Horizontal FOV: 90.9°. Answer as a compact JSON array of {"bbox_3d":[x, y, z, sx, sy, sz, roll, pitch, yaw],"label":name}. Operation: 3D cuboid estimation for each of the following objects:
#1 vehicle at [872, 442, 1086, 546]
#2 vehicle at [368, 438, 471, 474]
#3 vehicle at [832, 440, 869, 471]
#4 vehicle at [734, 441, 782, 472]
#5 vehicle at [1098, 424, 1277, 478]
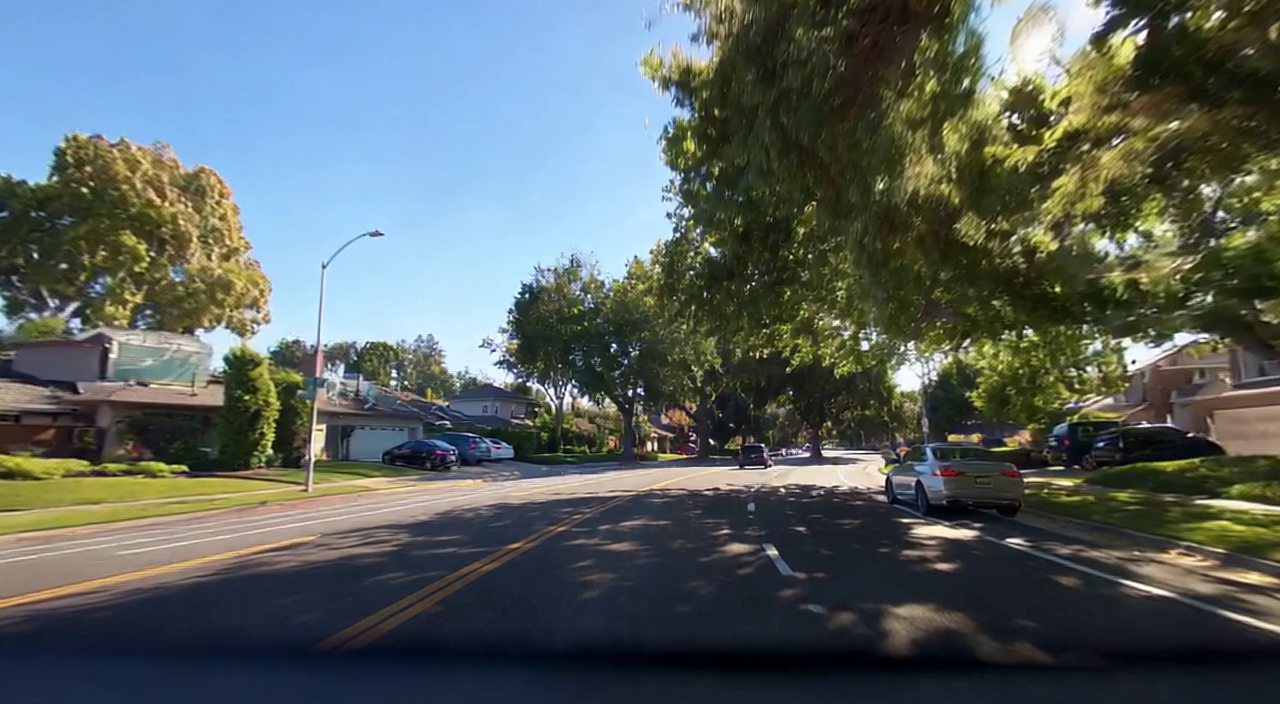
[{"bbox_3d":[5.808,2.419,11.524,1.934,1.506,4.282,-1,-9,7],"label":"vehicle"},{"bbox_3d":[-11.507,5.385,32.950,4.646,1.502,1.874,2,-7,11],"label":"vehicle"},{"bbox_3d":[13.939,6.792,41.654,2.059,1.924,4.257,-3,-9,20],"label":"vehicle"},{"bbox_3d":[7.040,6.115,37.155,2.106,1.667,4.367,-3,-9,19],"label":"vehicle"},{"bbox_3d":[17.584,3.200,20.485,3.714,1.601,2.092,-2,-9,13],"label":"vehicle"}]
